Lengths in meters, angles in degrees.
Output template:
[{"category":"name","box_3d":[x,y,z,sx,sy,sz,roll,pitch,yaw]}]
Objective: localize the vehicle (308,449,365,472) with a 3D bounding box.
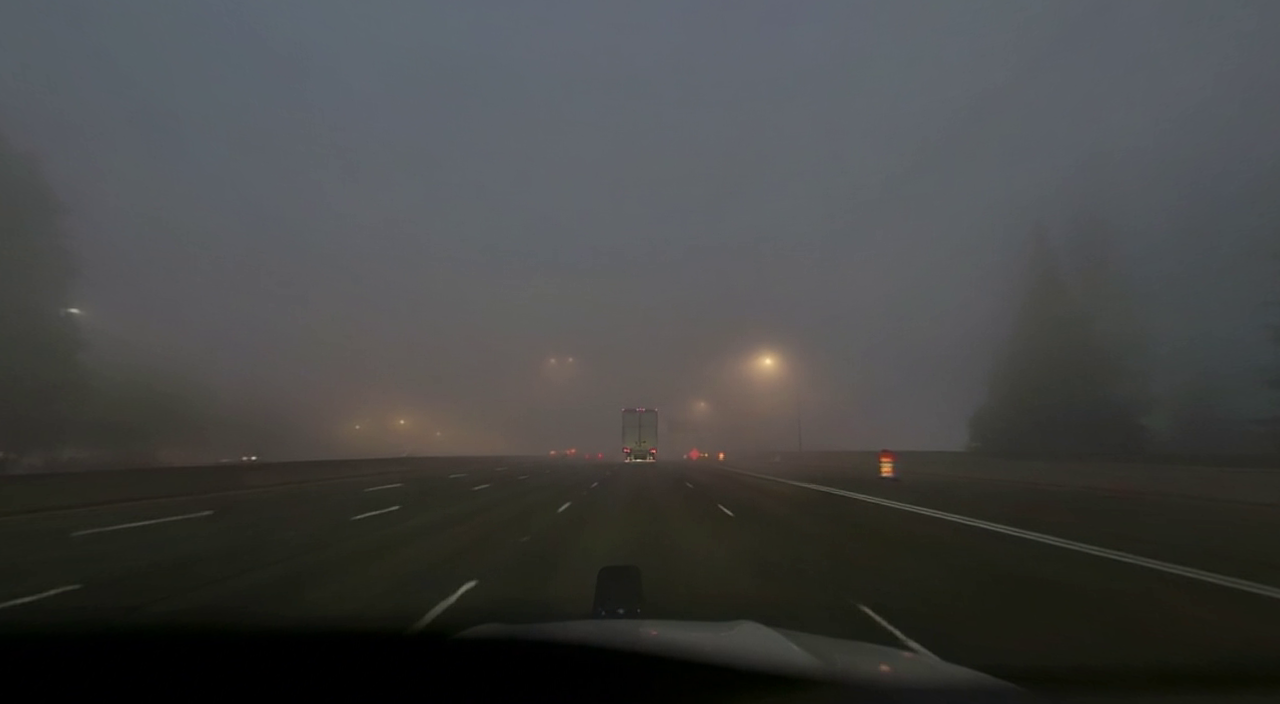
[{"category":"vehicle","box_3d":[-20.402,7.277,42.466,1.953,1.484,3.843,0,-9,0]}]
